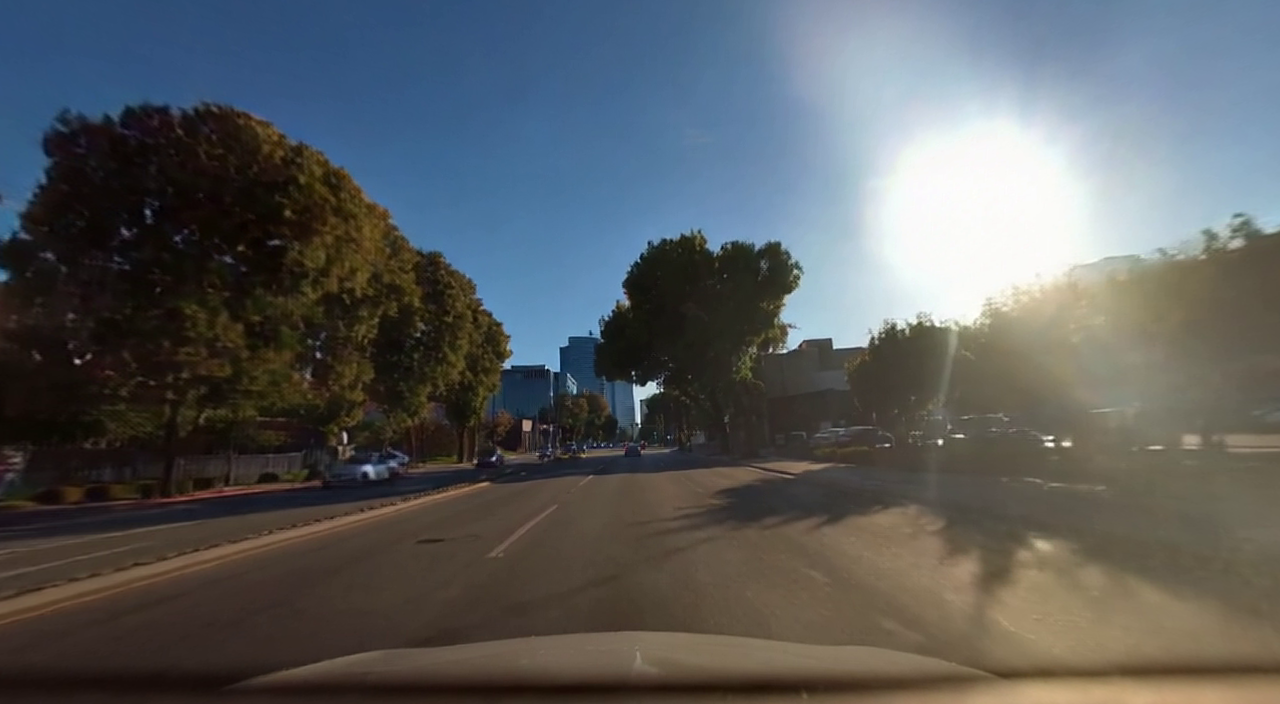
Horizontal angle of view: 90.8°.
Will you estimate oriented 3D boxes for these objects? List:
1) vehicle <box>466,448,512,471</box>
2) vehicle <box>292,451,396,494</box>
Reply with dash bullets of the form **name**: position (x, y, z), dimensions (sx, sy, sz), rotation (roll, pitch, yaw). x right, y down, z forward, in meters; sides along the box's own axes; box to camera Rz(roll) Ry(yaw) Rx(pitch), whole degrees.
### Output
- **vehicle**: position (-10.578, 7.543, 44.608), dimensions (2.020, 1.490, 4.657), rotation (-1, -9, 2)
- **vehicle**: position (-11.790, 4.803, 25.551), dimensions (1.945, 1.492, 4.672), rotation (0, -9, 0)
